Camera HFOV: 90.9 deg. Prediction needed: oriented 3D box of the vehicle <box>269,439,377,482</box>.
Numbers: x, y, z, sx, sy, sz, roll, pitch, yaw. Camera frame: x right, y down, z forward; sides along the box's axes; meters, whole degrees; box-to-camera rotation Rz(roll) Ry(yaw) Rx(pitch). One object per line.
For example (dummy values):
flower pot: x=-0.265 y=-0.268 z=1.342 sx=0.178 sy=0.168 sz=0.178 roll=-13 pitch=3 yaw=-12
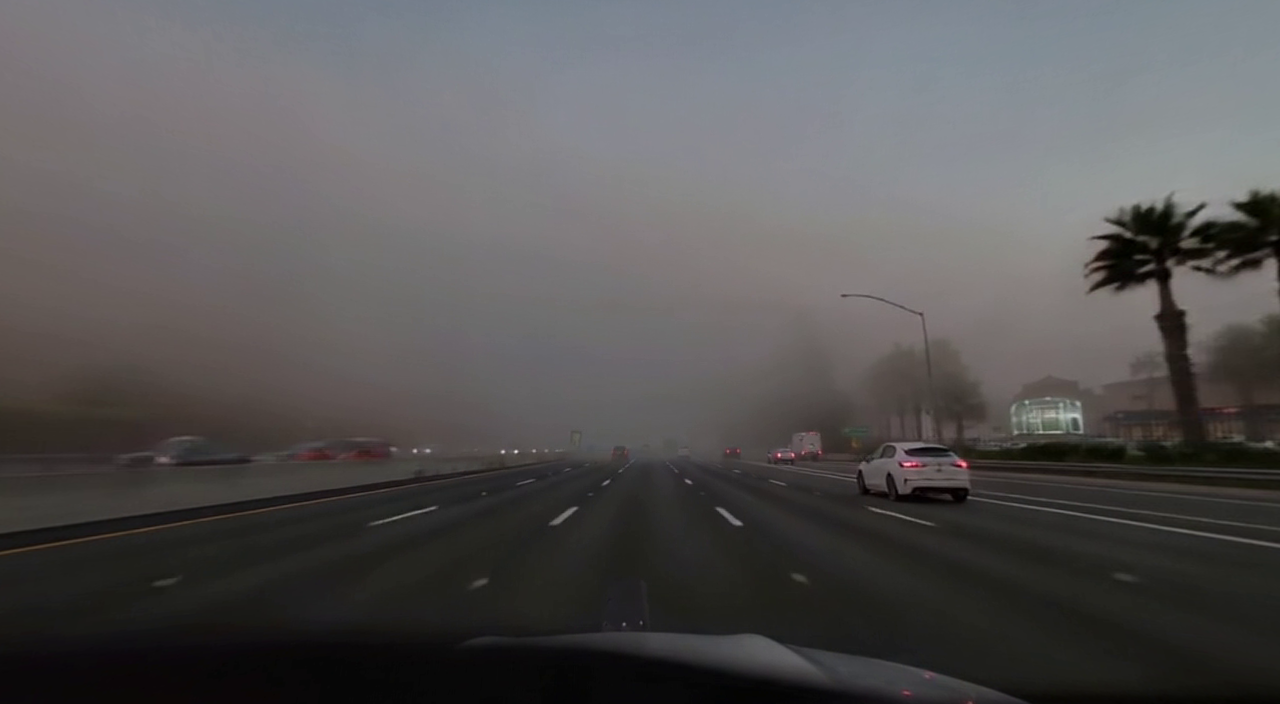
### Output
vehicle: x=-11.915 y=4.086 z=24.051 sx=1.827 sy=1.457 sz=4.173 roll=0 pitch=-8 yaw=1

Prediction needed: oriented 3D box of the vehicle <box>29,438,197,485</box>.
vehicle: x=-18.771 y=3.908 z=22.844 sx=1.872 sy=1.484 sz=4.776 roll=0 pitch=-8 yaw=1

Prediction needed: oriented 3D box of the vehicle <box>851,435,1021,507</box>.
vehicle: x=7.264 y=2.954 z=16.145 sx=2.071 sy=1.543 sz=4.702 roll=0 pitch=-8 yaw=0
